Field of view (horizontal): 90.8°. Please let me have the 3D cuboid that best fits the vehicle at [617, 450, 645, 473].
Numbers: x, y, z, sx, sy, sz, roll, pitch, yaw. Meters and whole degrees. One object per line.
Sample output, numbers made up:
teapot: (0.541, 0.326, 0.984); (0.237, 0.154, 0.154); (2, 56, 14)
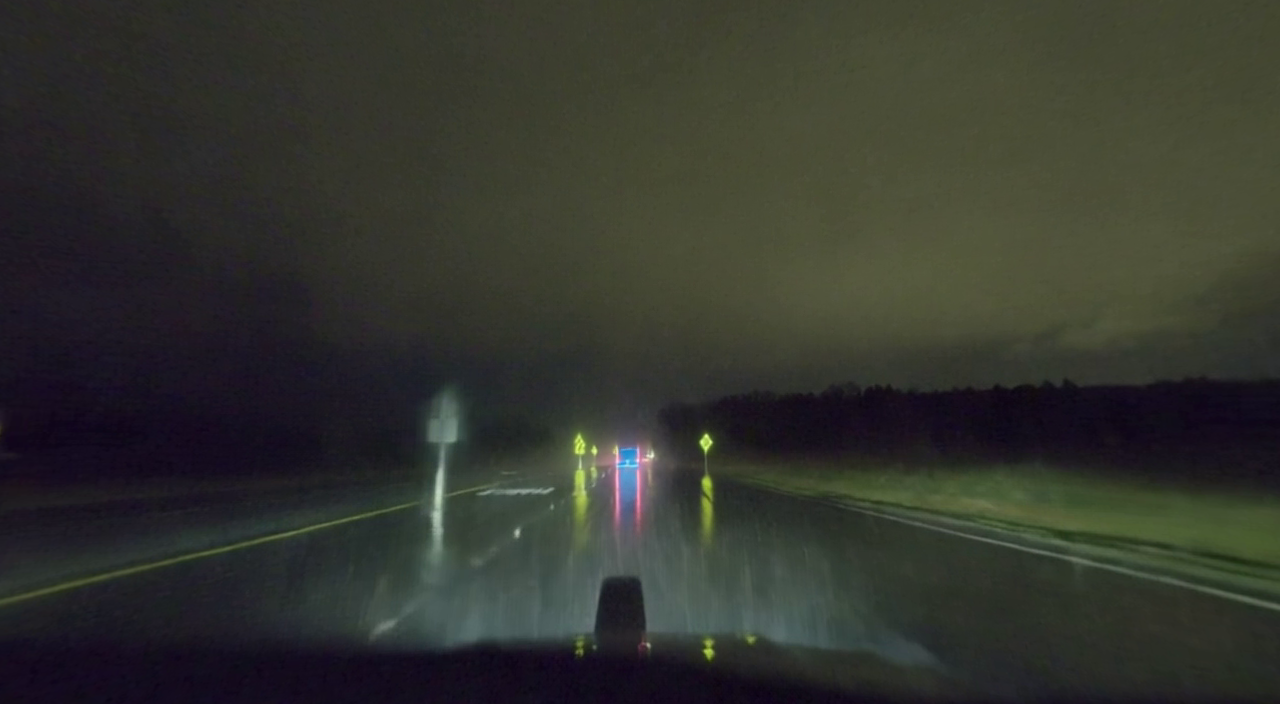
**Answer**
vehicle: (-0.667, 8.505, 49.180); (2.053, 1.647, 4.252); (0, -9, 1)
